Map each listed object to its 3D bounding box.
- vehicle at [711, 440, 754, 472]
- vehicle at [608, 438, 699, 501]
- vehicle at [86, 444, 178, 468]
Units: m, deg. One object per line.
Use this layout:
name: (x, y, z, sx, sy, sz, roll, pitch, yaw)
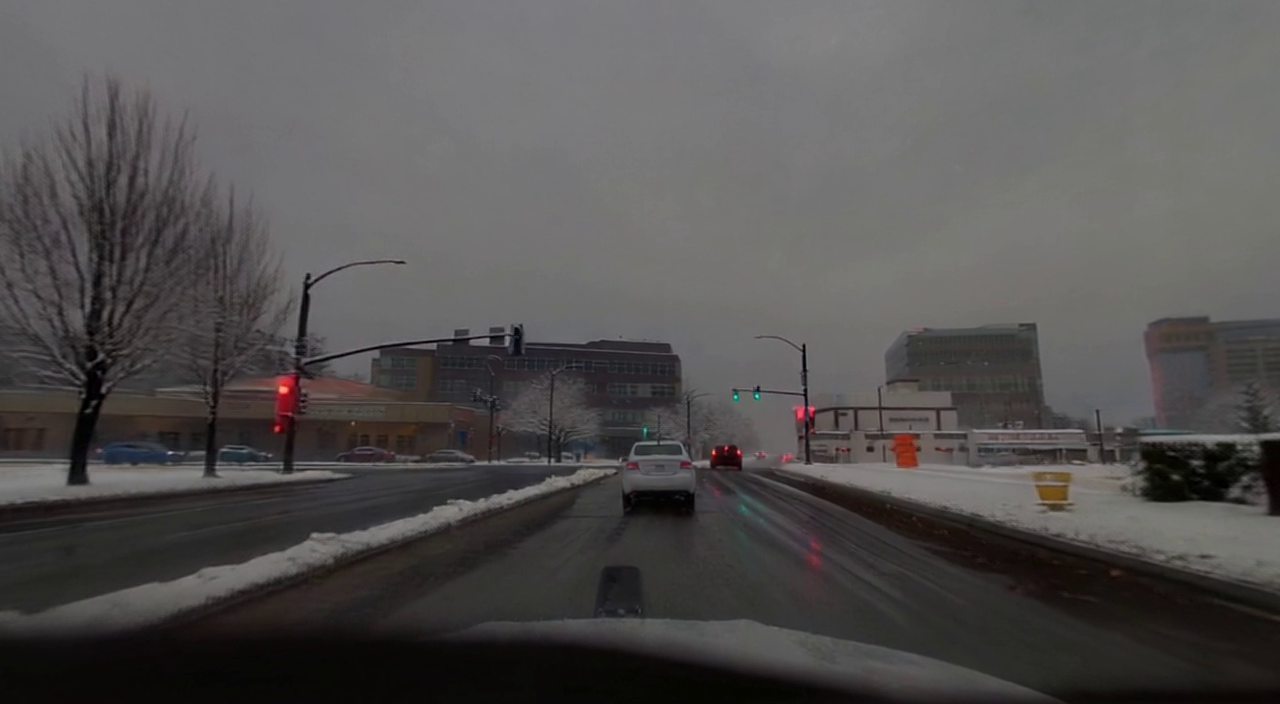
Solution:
vehicle: (5.762, 6.557, 40.045, 2.092, 1.851, 4.913, 0, -8, 2)
vehicle: (0.444, 3.108, 17.177, 2.173, 1.479, 4.264, -1, -8, 3)
vehicle: (-37.938, 7.747, 47.273, 4.877, 1.754, 1.978, 1, -9, -8)
